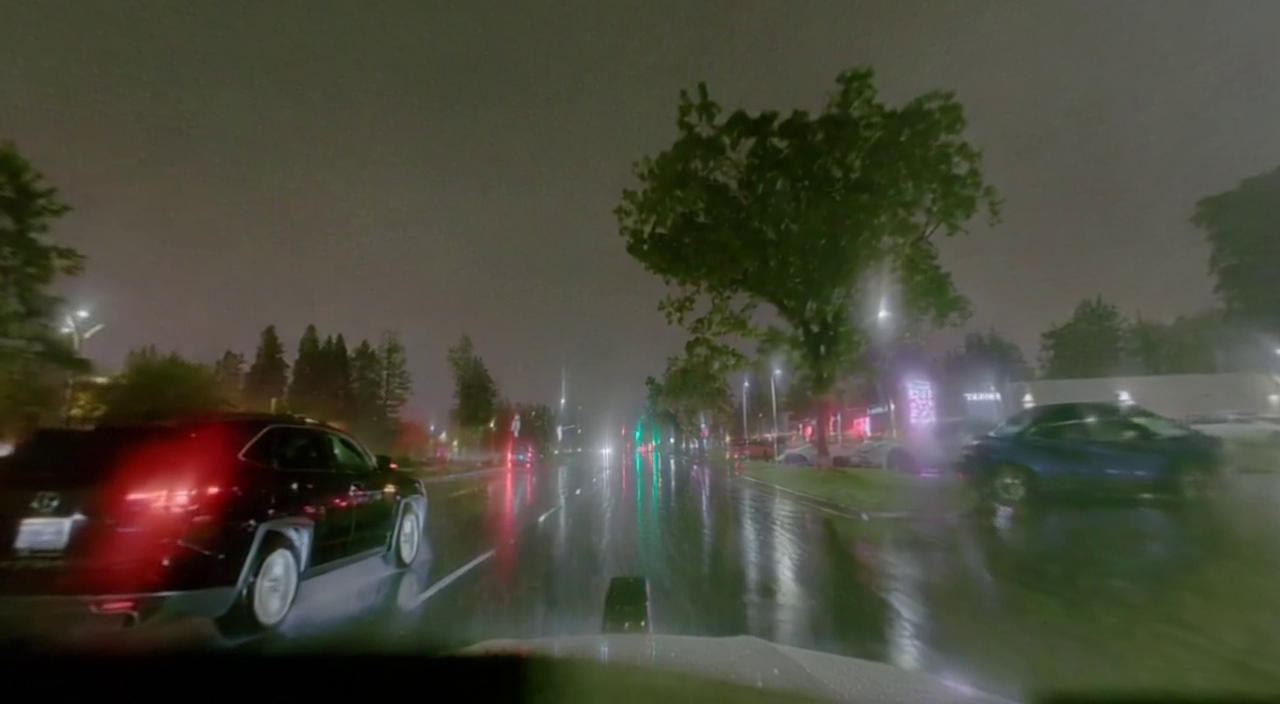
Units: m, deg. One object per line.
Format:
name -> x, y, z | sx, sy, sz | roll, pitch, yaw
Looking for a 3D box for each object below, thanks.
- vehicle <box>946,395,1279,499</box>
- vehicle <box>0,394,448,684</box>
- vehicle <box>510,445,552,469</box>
vehicle -> 9.169, 1.886, 12.584 | 4.978, 1.874, 2.079 | 0, -8, -1
vehicle -> -3.484, 1.373, 5.747 | 2.127, 1.654, 4.121 | 0, -8, 0
vehicle -> -7.251, 7.028, 42.355 | 1.990, 1.483, 4.410 | 0, -8, 0
